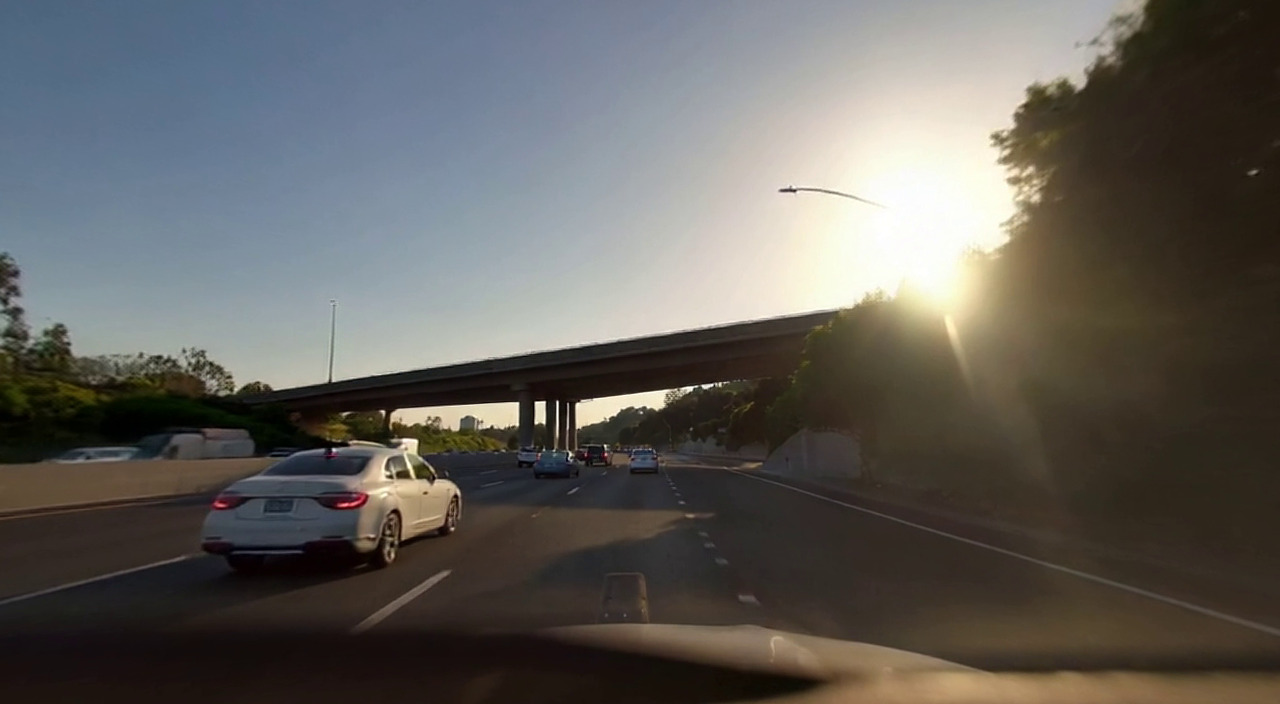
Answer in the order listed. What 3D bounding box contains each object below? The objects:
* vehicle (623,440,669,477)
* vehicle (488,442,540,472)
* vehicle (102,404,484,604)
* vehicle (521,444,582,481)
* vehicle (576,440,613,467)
[{"bbox_3d":[0.269,5.277,31.379,2.160,1.678,4.178,0,-8,0],"label":"vehicle"},{"bbox_3d":[-7.507,6.287,37.907,2.085,1.713,4.436,0,-8,1],"label":"vehicle"},{"bbox_3d":[-3.648,1.672,7.881,2.161,1.759,4.482,0,-8,1],"label":"vehicle"},{"bbox_3d":[-3.850,4.878,28.012,1.997,1.490,4.471,0,-8,1],"label":"vehicle"},{"bbox_3d":[-3.236,7.385,45.836,2.237,1.841,4.683,0,-8,1],"label":"vehicle"}]
